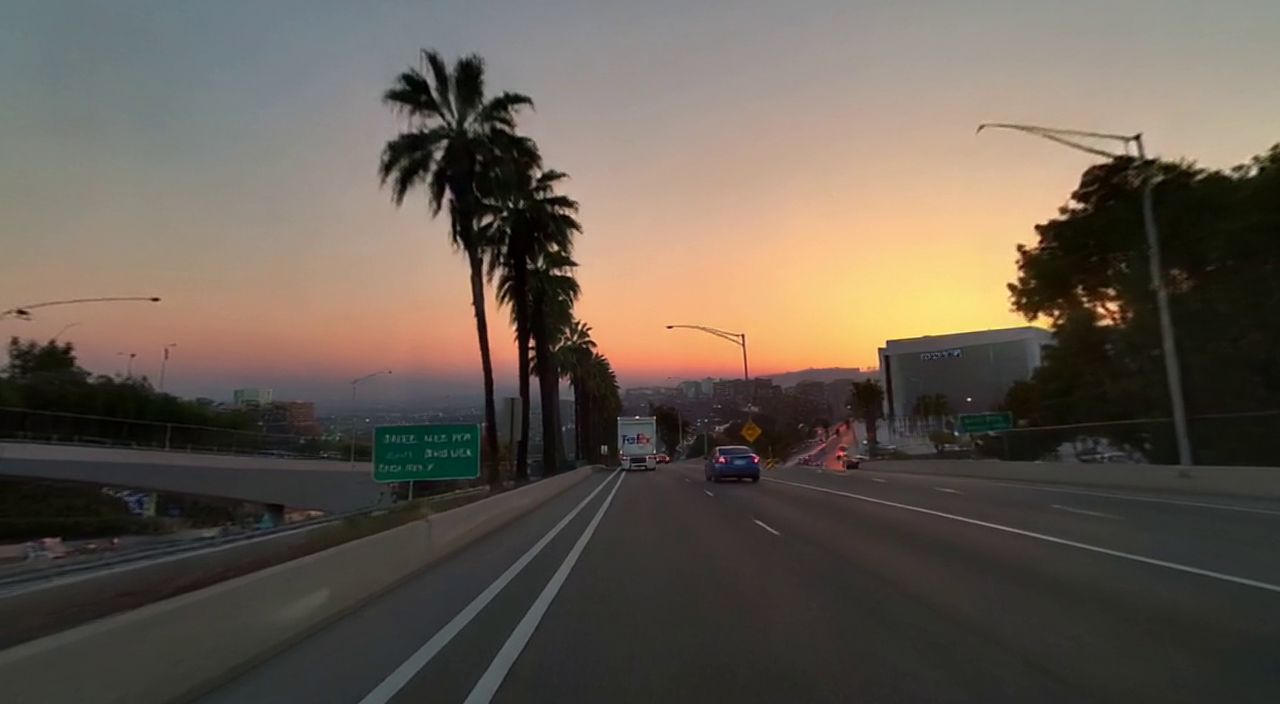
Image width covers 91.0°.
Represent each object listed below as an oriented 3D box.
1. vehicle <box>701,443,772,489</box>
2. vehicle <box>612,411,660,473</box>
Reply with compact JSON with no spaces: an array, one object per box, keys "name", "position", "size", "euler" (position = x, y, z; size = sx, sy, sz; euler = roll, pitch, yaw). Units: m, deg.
[{"name":"vehicle","position":[3.594,4.314,24.144],"size":[1.966,1.558,4.238],"euler":[0,-9,-1]},{"name":"vehicle","position":[-0.398,6.945,48.355],"size":[3.243,4.134,11.656],"euler":[0,-9,-1]}]
